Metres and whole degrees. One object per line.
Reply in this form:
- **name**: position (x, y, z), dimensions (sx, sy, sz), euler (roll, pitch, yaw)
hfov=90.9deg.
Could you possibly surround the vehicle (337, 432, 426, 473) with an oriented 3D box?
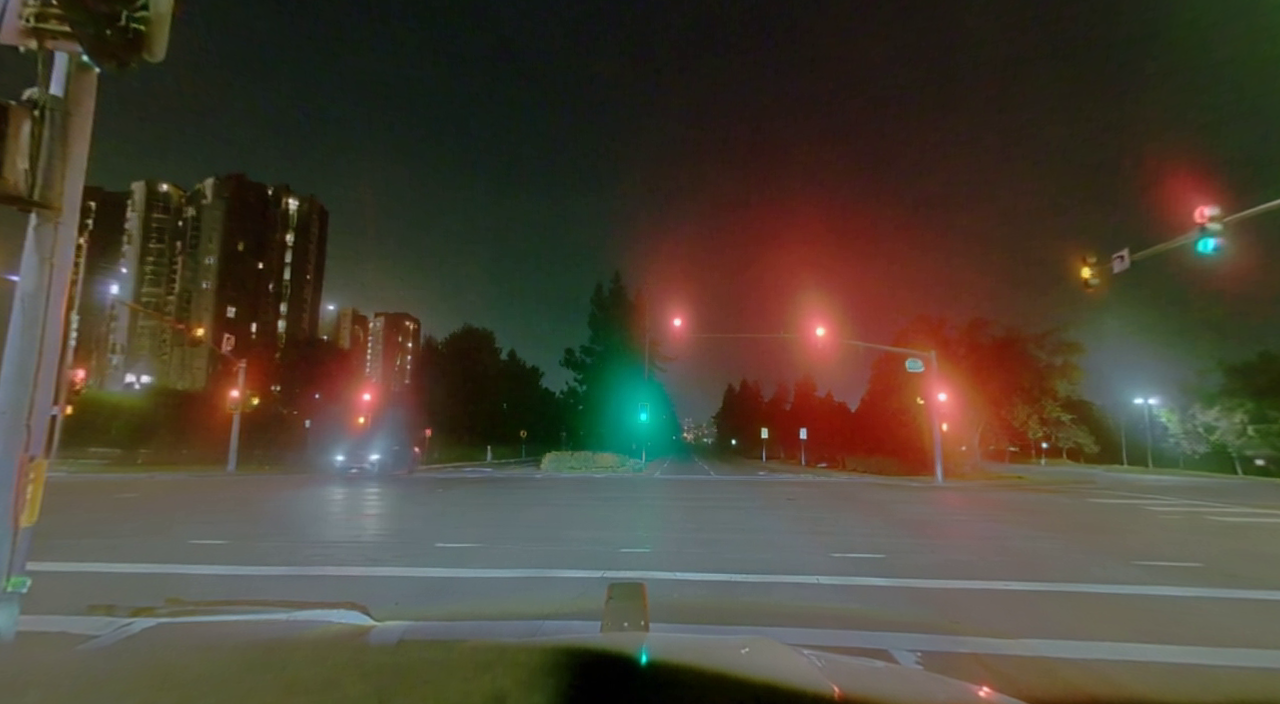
- **vehicle**: position (-12.604, 4.948, 31.144), dimensions (2.238, 1.827, 5.007), euler (0, -8, 0)
